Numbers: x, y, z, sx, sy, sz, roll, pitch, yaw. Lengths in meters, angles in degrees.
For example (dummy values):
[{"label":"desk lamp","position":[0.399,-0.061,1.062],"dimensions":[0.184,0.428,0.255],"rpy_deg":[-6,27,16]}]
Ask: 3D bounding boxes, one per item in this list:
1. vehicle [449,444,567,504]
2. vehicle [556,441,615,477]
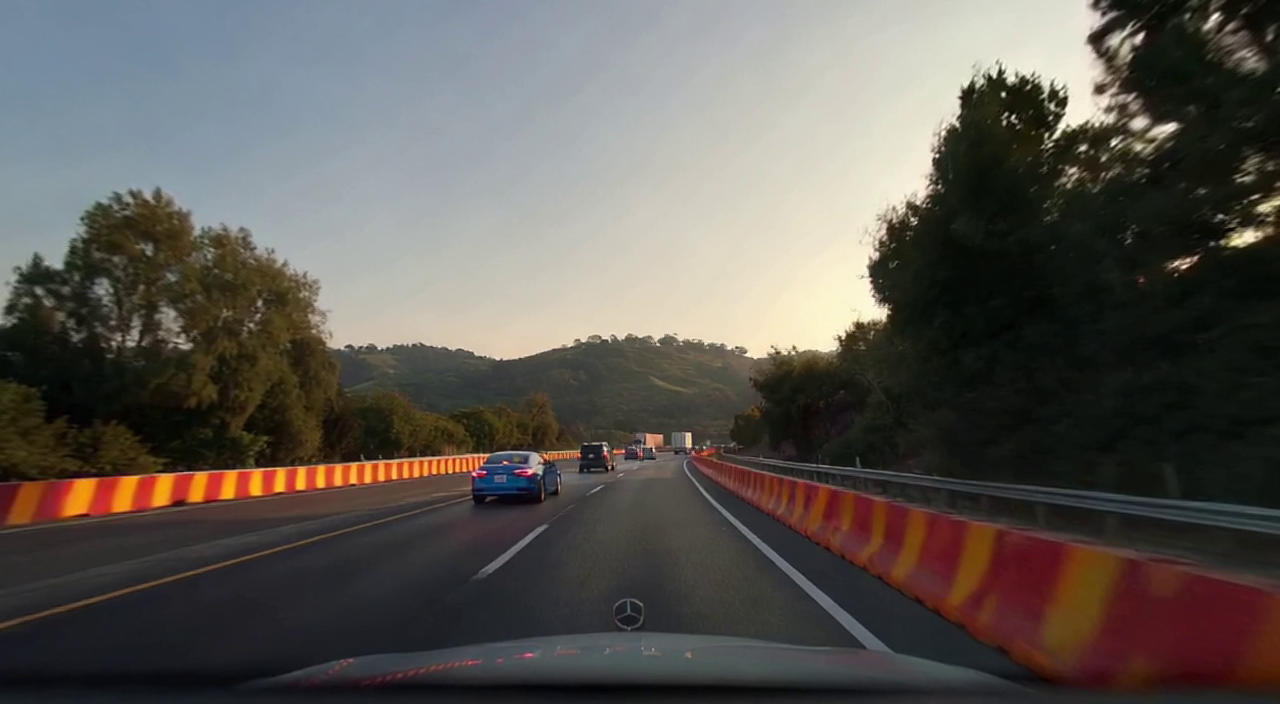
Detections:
[{"label":"vehicle","position":[-3.169,3.034,16.062],"dimensions":[2.061,1.330,3.928],"rpy_deg":[0,-9,2]},{"label":"vehicle","position":[-2.369,4.785,28.270],"dimensions":[2.094,1.480,4.124],"rpy_deg":[-1,-9,3]}]
